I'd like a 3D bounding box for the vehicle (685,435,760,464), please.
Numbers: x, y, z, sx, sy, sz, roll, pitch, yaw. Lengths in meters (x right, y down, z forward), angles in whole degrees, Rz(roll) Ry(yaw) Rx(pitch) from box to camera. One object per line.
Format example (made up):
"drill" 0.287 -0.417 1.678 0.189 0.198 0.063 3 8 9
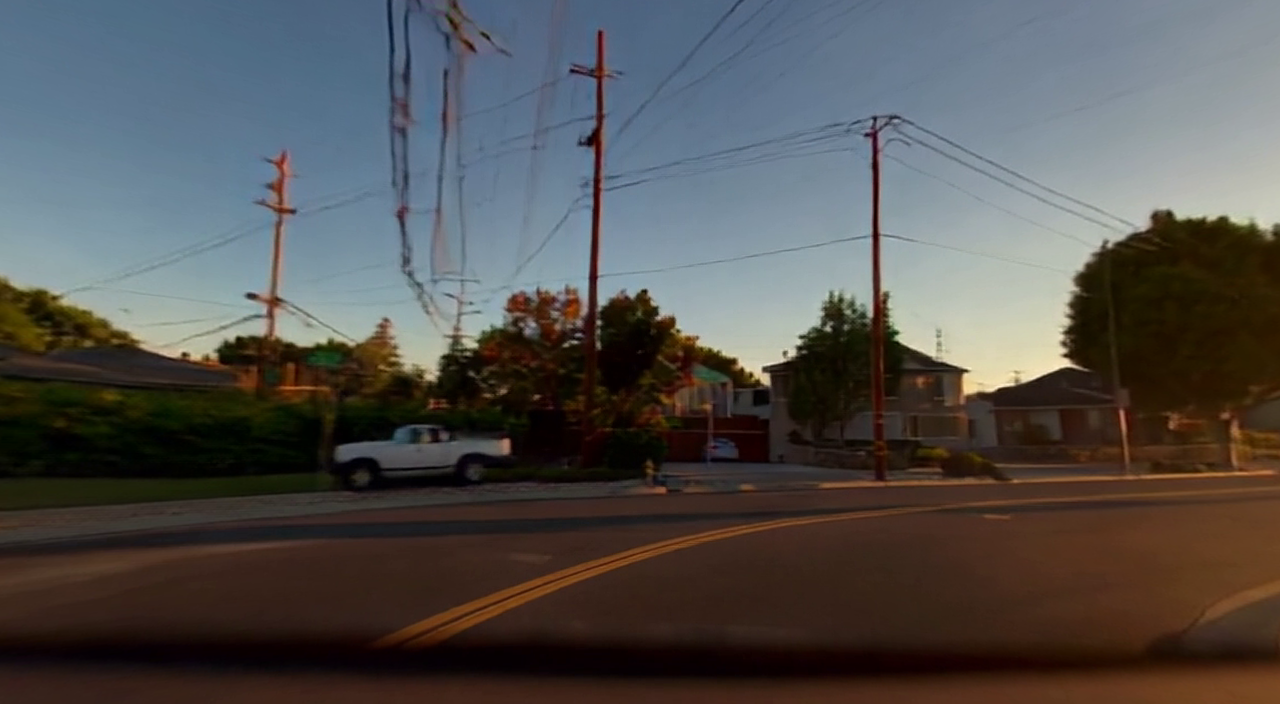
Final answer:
"vehicle" 4.637 5.481 35.641 3.784 1.532 1.650 1 -8 -14
